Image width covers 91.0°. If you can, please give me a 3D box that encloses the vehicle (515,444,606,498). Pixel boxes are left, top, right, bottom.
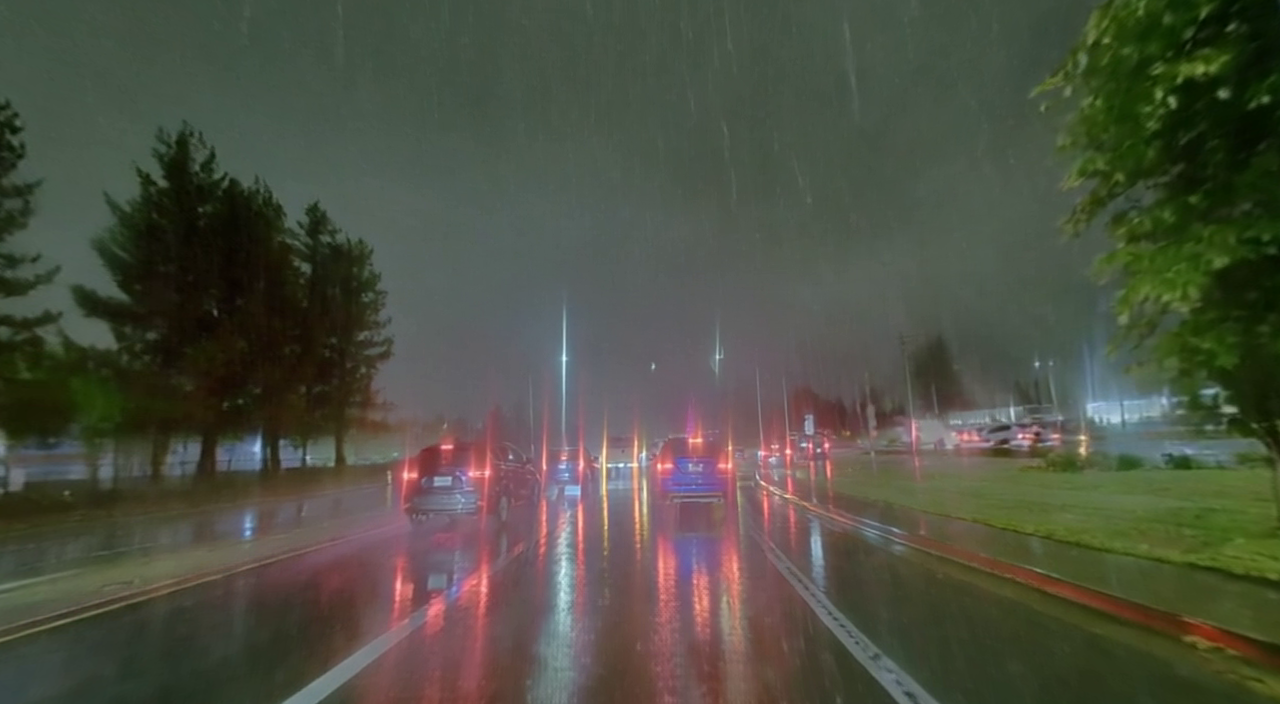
[{"bbox_3d":[-2.332,3.639,19.692,1.870,1.490,4.187,-1,-9,6],"label":"vehicle"}]

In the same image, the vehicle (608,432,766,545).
[{"bbox_3d":[0.687,2.190,10.736,2.142,1.528,4.133,0,-9,1],"label":"vehicle"}]

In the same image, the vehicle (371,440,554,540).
[{"bbox_3d":[-3.028,2.445,11.847,1.940,1.502,4.241,-1,-9,4],"label":"vehicle"}]
